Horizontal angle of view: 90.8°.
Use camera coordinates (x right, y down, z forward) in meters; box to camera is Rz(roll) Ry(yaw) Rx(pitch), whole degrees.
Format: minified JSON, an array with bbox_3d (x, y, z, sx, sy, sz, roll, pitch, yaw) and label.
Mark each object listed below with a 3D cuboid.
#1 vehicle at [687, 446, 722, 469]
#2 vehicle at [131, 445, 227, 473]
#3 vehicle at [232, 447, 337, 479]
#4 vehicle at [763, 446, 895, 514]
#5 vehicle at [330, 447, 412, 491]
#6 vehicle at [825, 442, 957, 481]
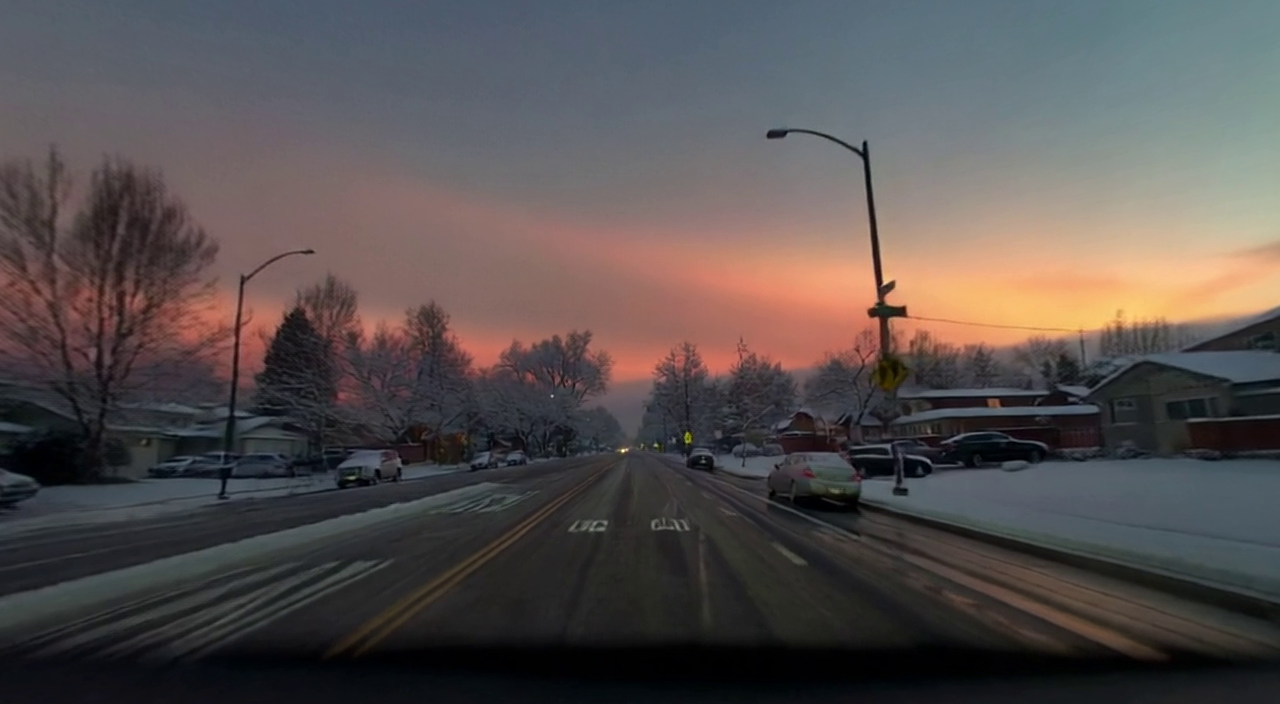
[{"bbox_3d":[4.462,7.345,44.124,1.925,1.482,4.746,0,-8,0],"label":"vehicle"},{"bbox_3d":[-26.701,6.190,36.674,4.073,1.502,1.822,0,-9,-2],"label":"vehicle"},{"bbox_3d":[-20.401,6.366,36.439,4.744,1.752,2.008,1,-9,-7],"label":"vehicle"},{"bbox_3d":[4.528,3.104,15.877,1.970,1.455,4.233,0,-8,0],"label":"vehicle"},{"bbox_3d":[-12.848,5.561,30.514,2.049,1.782,4.460,-4,-8,0],"label":"vehicle"},{"bbox_3d":[10.081,4.429,25.675,4.501,1.502,1.975,0,-8,-1],"label":"vehicle"}]
